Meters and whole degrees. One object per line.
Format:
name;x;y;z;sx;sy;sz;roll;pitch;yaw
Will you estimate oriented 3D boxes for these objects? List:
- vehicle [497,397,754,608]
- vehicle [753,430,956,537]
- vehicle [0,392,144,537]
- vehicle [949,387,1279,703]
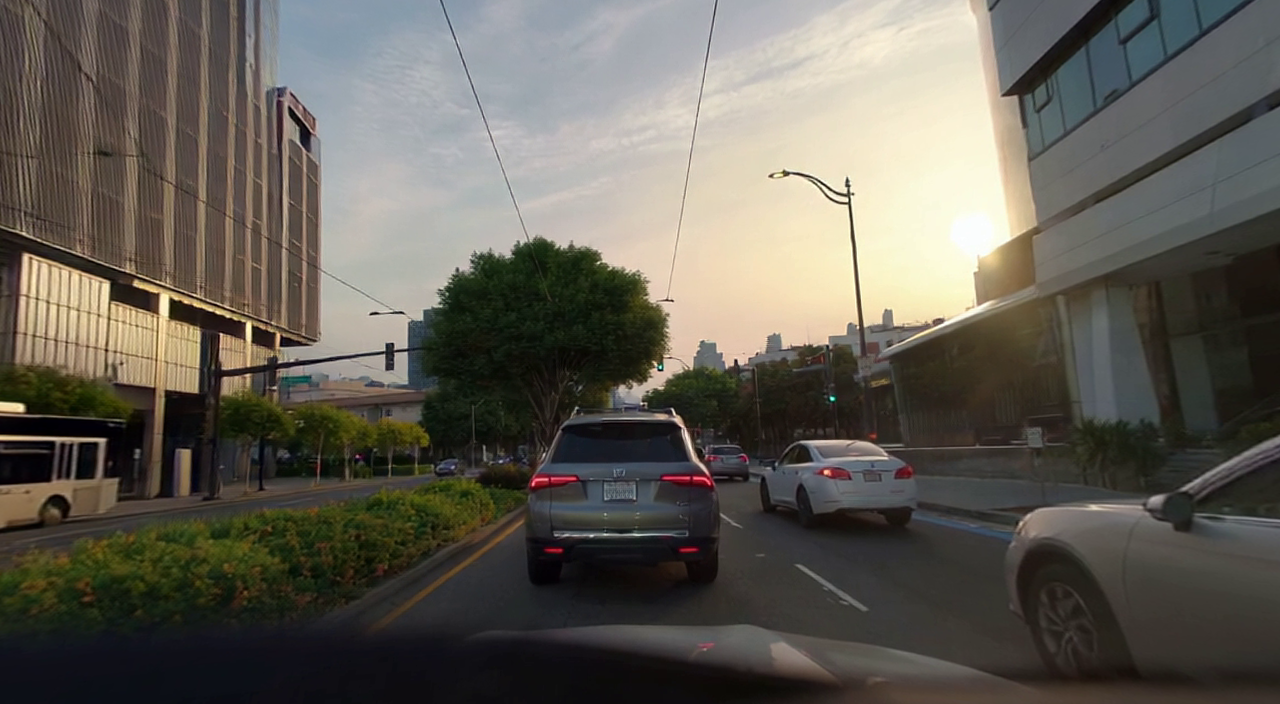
vehicle;-0.186;1.588;7.583;2.178;1.779;4.255;0;-8;-2
vehicle;3.597;2.283;11.610;2.128;1.582;4.188;0;-8;-2
vehicle;-19.790;3.173;17.297;3.393;4.045;11.306;-3;-9;-1
vehicle;3.139;0.859;2.083;1.993;1.480;4.324;0;-8;-1
